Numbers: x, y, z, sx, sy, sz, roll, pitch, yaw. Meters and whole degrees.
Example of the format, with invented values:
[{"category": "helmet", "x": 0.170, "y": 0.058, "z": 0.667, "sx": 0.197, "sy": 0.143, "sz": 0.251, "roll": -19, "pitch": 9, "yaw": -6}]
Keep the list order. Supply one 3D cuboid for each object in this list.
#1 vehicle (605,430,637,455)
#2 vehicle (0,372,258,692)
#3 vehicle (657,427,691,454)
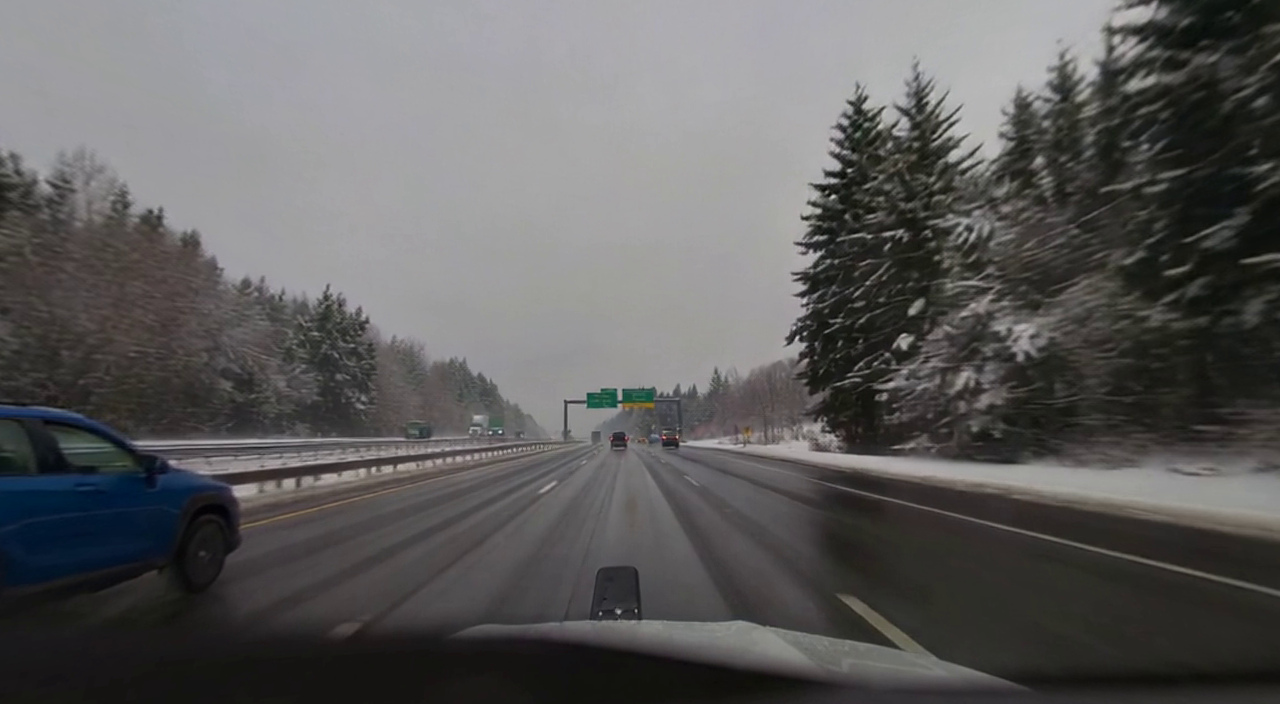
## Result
[{"category": "vehicle", "x": -1.350, "y": 6.325, "z": 44.307, "sx": 2.159, "sy": 1.690, "sz": 3.720, "roll": 0, "pitch": -7, "yaw": -3}, {"category": "vehicle", "x": -4.257, "y": 0.916, "z": 3.237, "sx": 2.100, "sy": 1.590, "sz": 4.077, "roll": 0, "pitch": -7, "yaw": -2}, {"category": "vehicle", "x": 2.452, "y": 6.431, "z": 45.892, "sx": 1.976, "sy": 1.905, "sz": 3.263, "roll": 1, "pitch": -7, "yaw": -5}]
